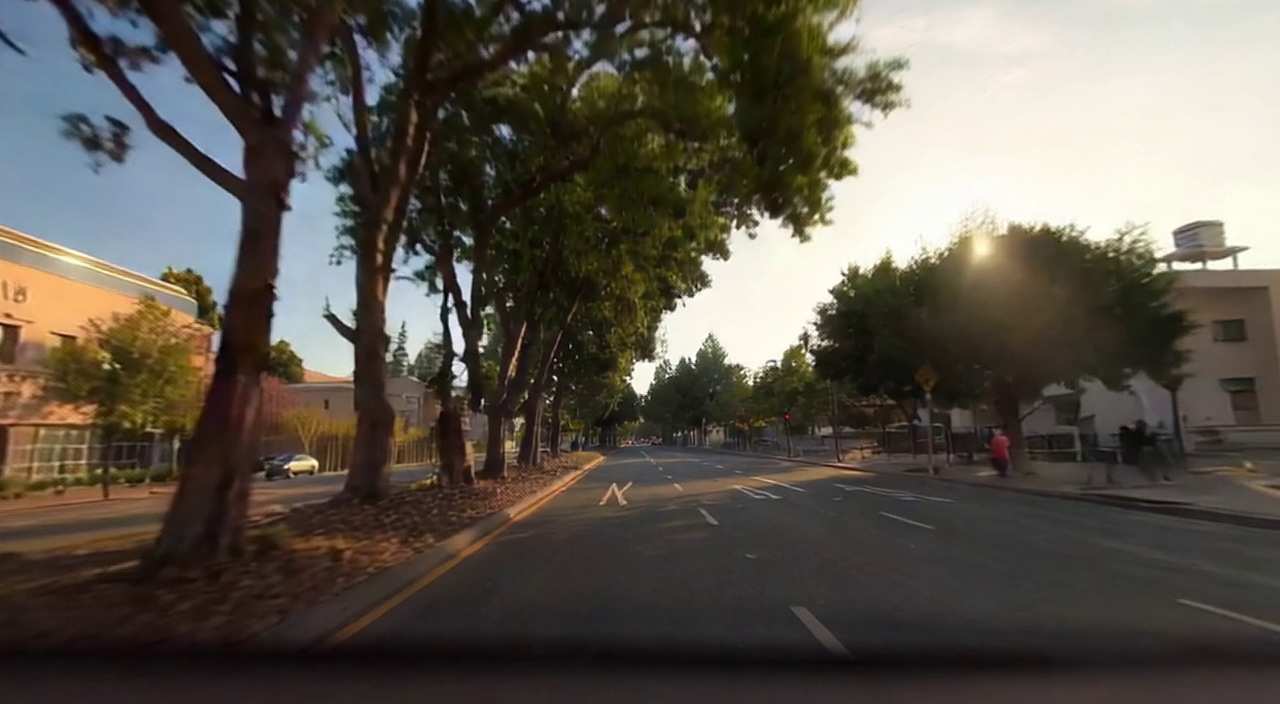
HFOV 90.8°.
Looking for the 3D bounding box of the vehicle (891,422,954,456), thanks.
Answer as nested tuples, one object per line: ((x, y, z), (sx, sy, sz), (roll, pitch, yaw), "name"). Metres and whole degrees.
((22.076, 6.854, 49.692), (2.287, 2.462, 5.901), (0, -8, 1), "vehicle")

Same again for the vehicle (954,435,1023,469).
((16.402, 4.676, 29.618), (1.930, 1.449, 4.473), (-7, -11, 39), "vehicle")
